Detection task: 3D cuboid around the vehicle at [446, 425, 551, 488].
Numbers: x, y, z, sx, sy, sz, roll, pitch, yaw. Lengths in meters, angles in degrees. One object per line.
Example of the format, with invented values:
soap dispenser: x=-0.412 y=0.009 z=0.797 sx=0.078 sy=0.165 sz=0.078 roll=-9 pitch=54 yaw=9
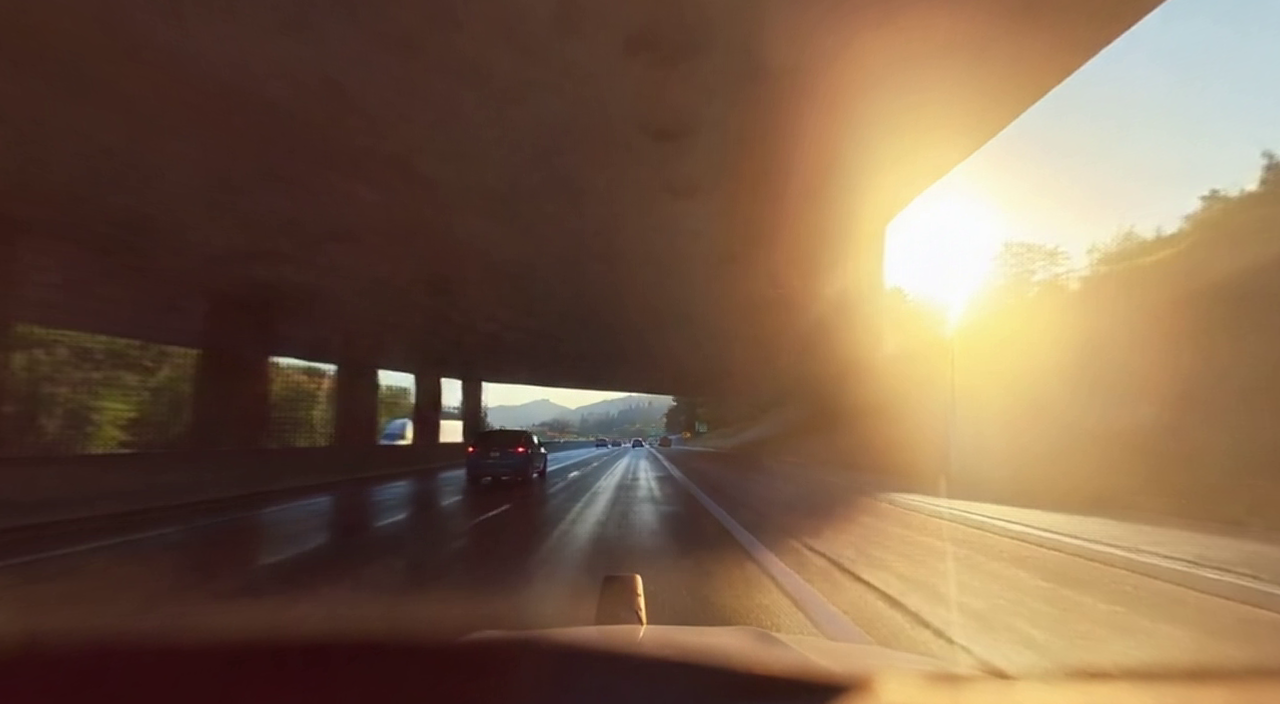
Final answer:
vehicle: x=-4.150 y=3.139 z=19.219 sx=2.125 sy=1.662 sz=4.336 roll=0 pitch=-8 yaw=1
